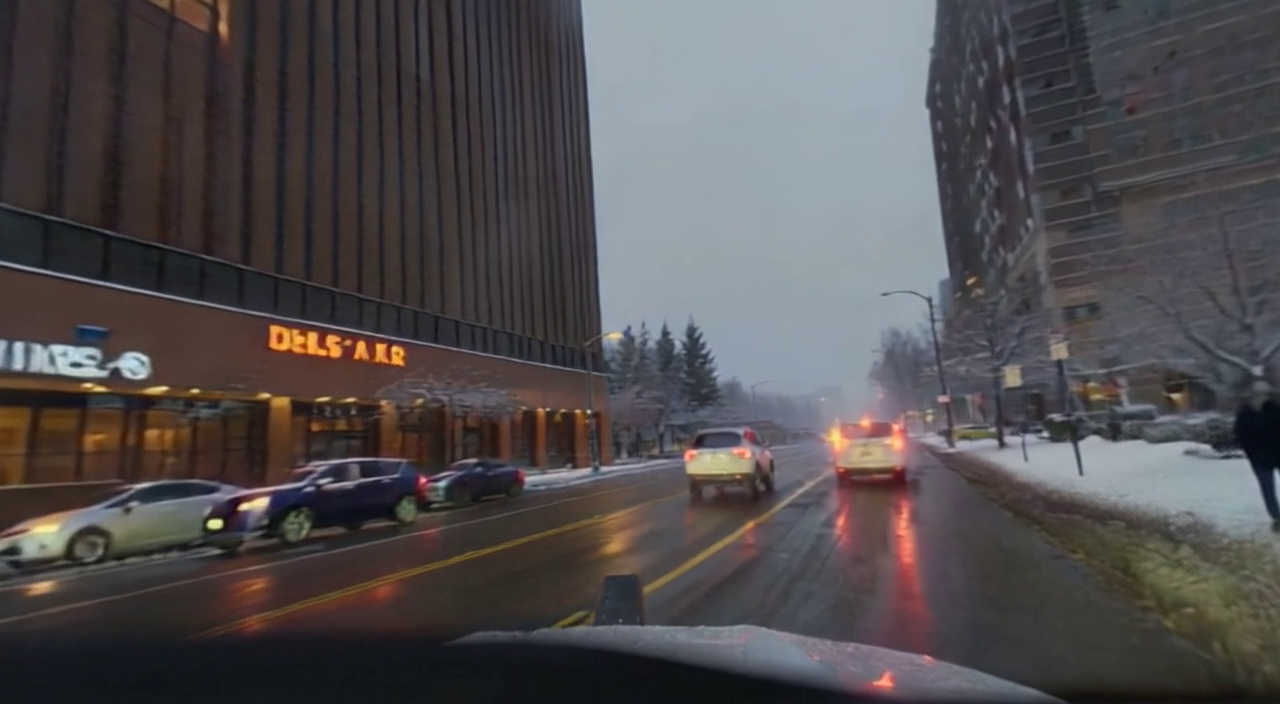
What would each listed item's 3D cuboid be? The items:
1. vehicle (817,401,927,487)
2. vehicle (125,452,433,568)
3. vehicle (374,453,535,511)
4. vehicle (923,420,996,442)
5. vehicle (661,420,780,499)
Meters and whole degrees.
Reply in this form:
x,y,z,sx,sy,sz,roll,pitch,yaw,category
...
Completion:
x,y,z,sx,sy,sz,roll,pitch,yaw,category
6.263,2.510,17.235,2.352,1.953,4.796,-3,-9,19,vehicle
-5.926,2.573,11.171,1.857,1.507,4.504,-4,-9,20,vehicle
-5.659,4.036,20.260,2.103,1.514,5.374,-4,-9,21,vehicle
23.615,5.885,46.793,4.426,1.490,1.862,-3,-9,13,vehicle
2.178,2.669,16.009,2.023,1.702,4.152,-4,-9,20,vehicle
